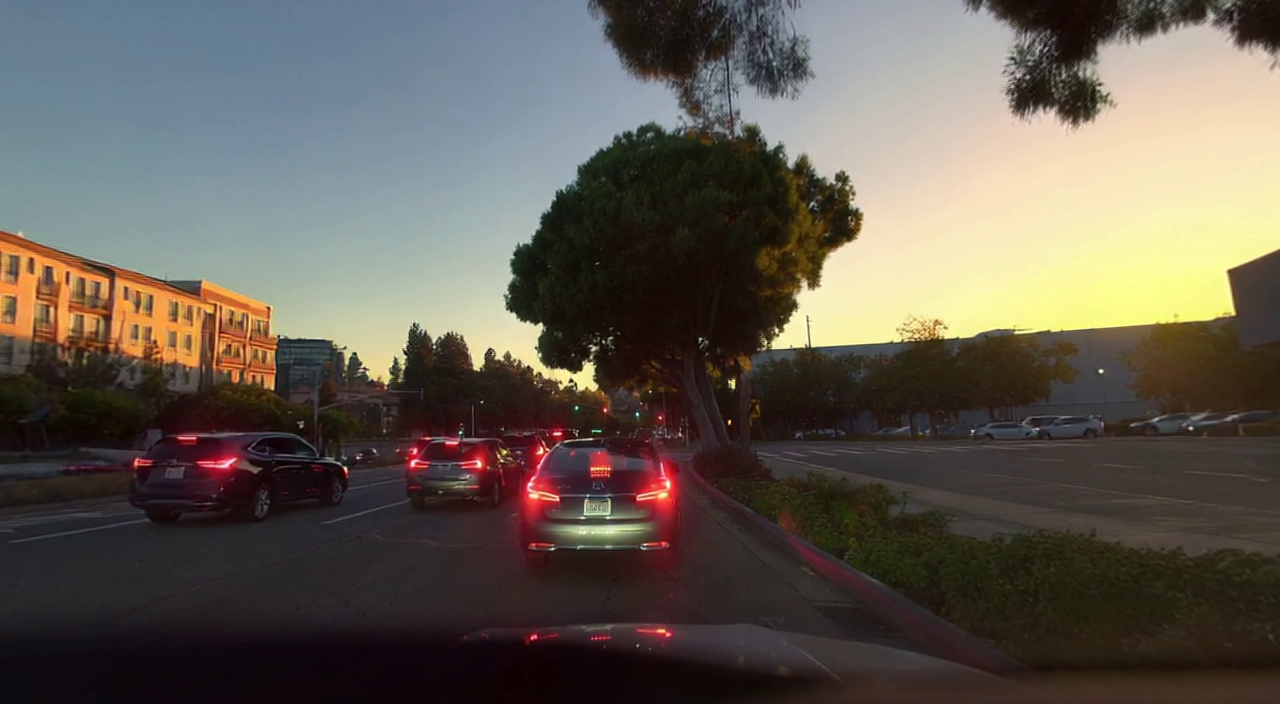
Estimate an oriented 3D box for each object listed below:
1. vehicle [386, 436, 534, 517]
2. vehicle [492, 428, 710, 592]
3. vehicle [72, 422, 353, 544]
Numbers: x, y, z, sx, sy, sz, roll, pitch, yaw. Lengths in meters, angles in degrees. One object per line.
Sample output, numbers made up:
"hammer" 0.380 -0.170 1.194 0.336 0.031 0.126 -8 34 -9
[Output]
"vehicle" -3.794 2.701 14.274 1.913 1.521 4.539 0 -9 1
"vehicle" -0.383 1.811 8.062 2.066 1.544 3.954 0 -9 0
"vehicle" -7.289 2.246 11.498 2.068 1.784 4.224 0 -9 1
